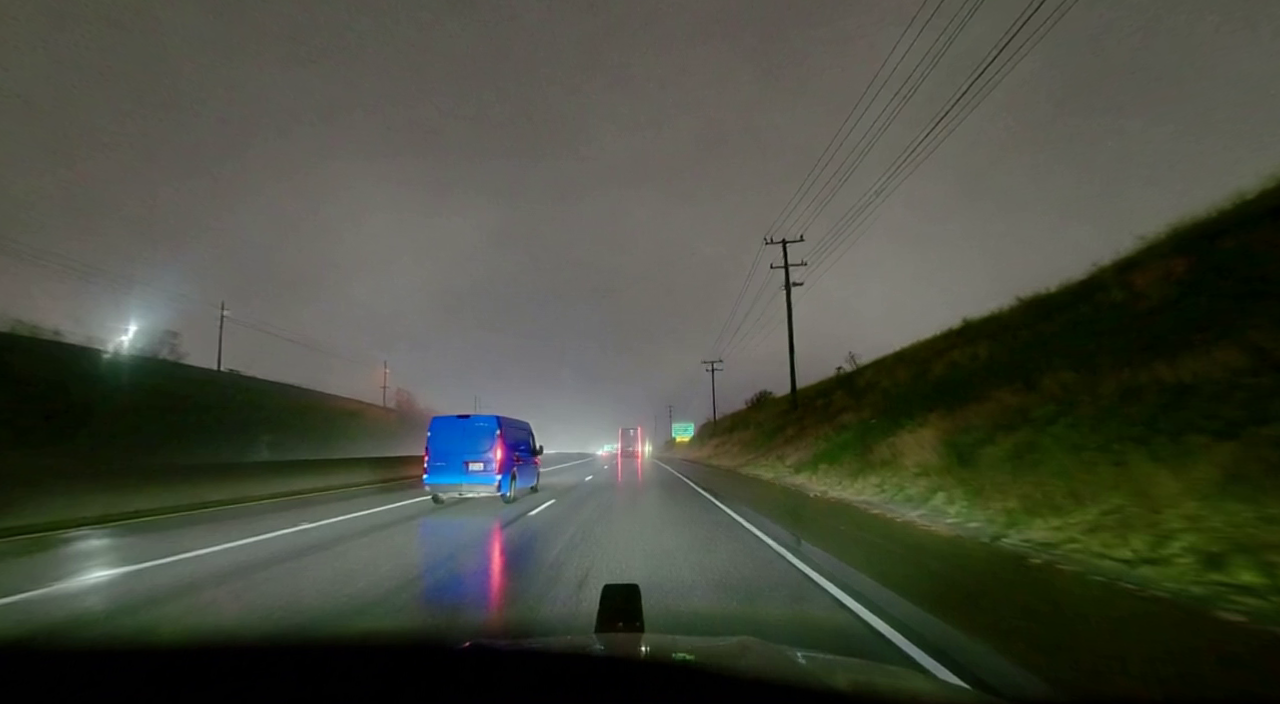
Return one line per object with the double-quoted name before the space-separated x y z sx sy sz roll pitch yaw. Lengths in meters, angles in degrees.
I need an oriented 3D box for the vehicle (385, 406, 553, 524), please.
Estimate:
"vehicle" -3.305 2.345 13.528 2.197 2.011 5.130 0 -9 -1
